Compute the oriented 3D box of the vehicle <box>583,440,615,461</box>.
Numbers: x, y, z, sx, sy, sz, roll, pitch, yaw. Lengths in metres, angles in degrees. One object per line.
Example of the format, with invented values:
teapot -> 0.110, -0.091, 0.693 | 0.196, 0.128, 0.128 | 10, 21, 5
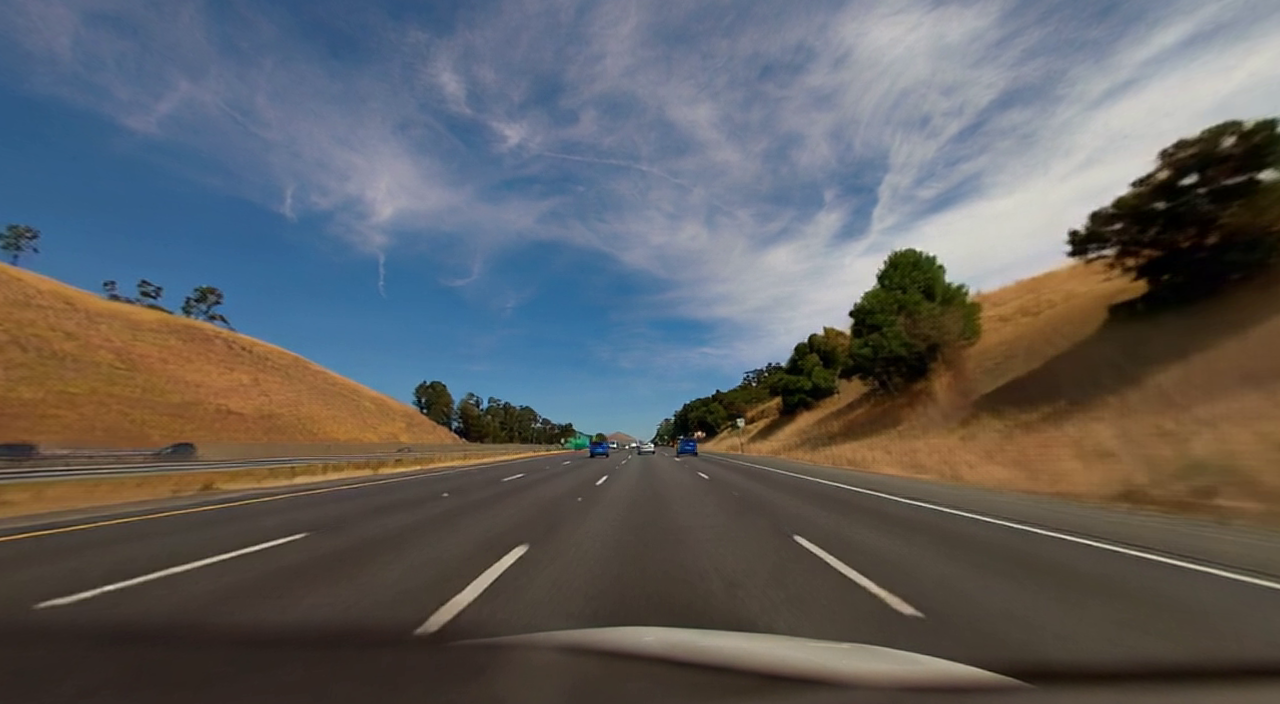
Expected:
vehicle -> -3.192, 7.760, 49.976 | 2.159, 1.562, 4.441 | 0, -8, 1
